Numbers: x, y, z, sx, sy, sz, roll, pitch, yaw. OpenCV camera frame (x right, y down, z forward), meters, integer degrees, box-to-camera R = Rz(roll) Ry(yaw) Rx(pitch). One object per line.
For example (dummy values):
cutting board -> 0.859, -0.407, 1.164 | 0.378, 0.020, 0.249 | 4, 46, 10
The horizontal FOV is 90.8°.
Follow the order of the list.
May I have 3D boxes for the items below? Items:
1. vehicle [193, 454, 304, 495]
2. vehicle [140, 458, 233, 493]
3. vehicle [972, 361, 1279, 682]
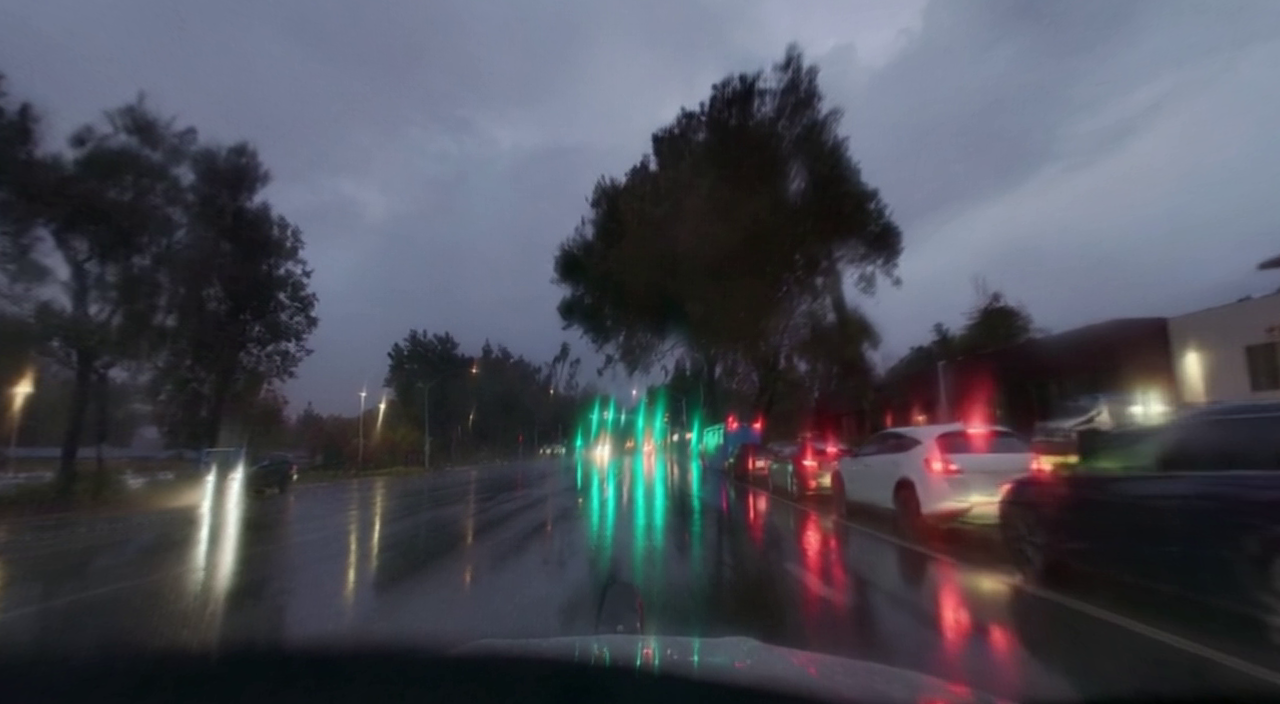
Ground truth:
vehicle -> -19.248, 5.996, 31.374 | 2.166, 1.804, 4.897 | -1, -8, 3
vehicle -> -28.894, 7.860, 40.368 | 4.426, 1.782, 2.056 | -4, -8, 1
vehicle -> 4.533, 1.019, 4.121 | 2.094, 1.731, 4.763 | 0, -8, 0
